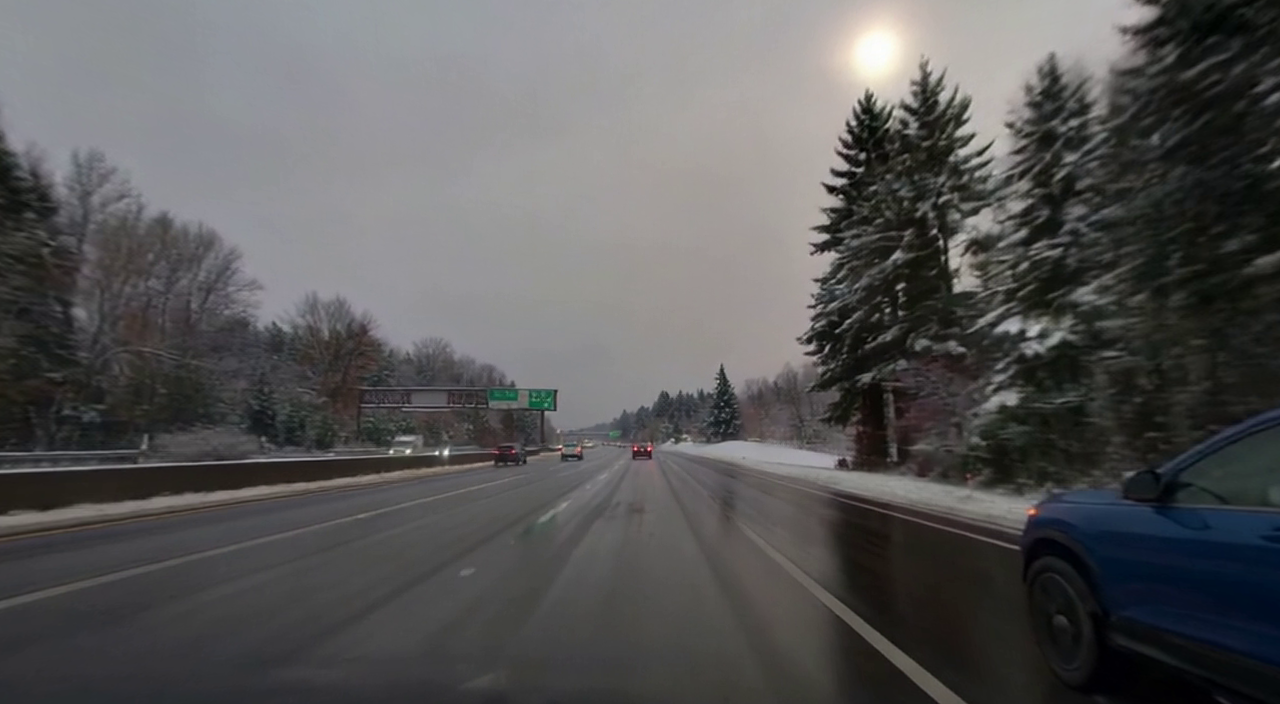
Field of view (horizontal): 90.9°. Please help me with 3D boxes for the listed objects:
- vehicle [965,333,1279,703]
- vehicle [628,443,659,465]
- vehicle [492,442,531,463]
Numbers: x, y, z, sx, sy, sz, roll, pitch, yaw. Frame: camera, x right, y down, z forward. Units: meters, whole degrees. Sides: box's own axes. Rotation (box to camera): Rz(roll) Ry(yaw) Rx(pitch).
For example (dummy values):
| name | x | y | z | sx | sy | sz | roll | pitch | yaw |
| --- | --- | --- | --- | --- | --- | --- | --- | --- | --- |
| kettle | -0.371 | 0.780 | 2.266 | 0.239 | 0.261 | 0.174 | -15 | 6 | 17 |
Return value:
| name | x | y | z | sx | sy | sz | roll | pitch | yaw |
| --- | --- | --- | --- | --- | --- | --- | --- | --- | --- |
| vehicle | 3.350 | 0.796 | 2.258 | 2.120 | 1.706 | 4.226 | 0 | -8 | 1 |
| vehicle | 0.223 | 6.935 | 43.023 | 1.985 | 1.450 | 4.266 | 0 | -8 | 0 |
| vehicle | -9.643 | 7.562 | 47.712 | 1.965 | 1.473 | 4.313 | 0 | -8 | 1 |
